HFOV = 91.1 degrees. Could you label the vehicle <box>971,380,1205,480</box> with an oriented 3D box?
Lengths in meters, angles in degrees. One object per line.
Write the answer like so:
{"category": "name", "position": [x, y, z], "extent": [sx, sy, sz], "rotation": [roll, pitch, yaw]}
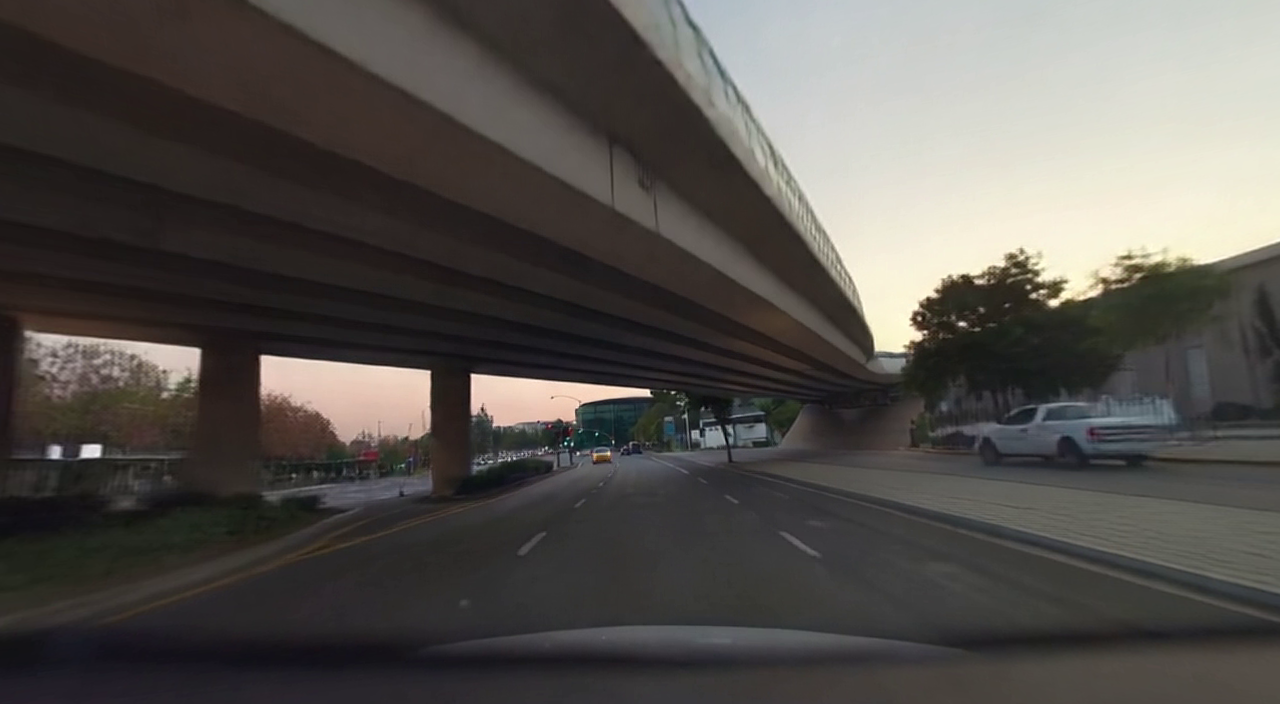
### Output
{"category": "vehicle", "position": [10.650, 1.982, 15.542], "extent": [2.244, 1.866, 4.603], "rotation": [-6, -9, 0]}
